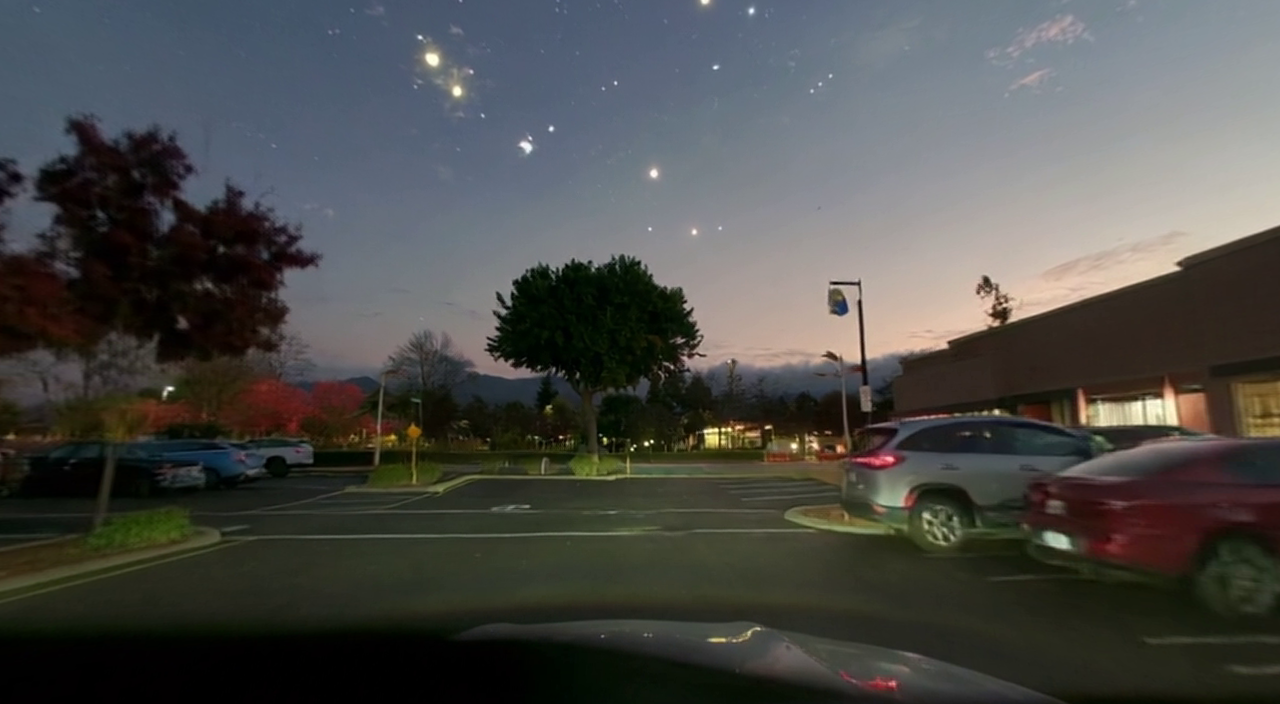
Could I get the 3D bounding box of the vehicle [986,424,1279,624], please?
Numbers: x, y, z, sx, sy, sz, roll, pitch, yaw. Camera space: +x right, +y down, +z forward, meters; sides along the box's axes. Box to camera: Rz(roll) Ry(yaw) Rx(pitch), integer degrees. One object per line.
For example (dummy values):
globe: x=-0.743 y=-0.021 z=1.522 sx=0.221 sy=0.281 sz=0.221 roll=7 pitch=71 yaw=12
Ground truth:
vehicle: x=5.980 y=1.452 z=5.794 sx=4.488 sy=1.499 sz=1.833 roll=0 pitch=-9 yaw=0

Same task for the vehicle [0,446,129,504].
vehicle: x=-16.110 y=3.181 z=16.555 sx=3.898 sy=1.430 sz=1.973 roll=5 pitch=-10 yaw=-31
